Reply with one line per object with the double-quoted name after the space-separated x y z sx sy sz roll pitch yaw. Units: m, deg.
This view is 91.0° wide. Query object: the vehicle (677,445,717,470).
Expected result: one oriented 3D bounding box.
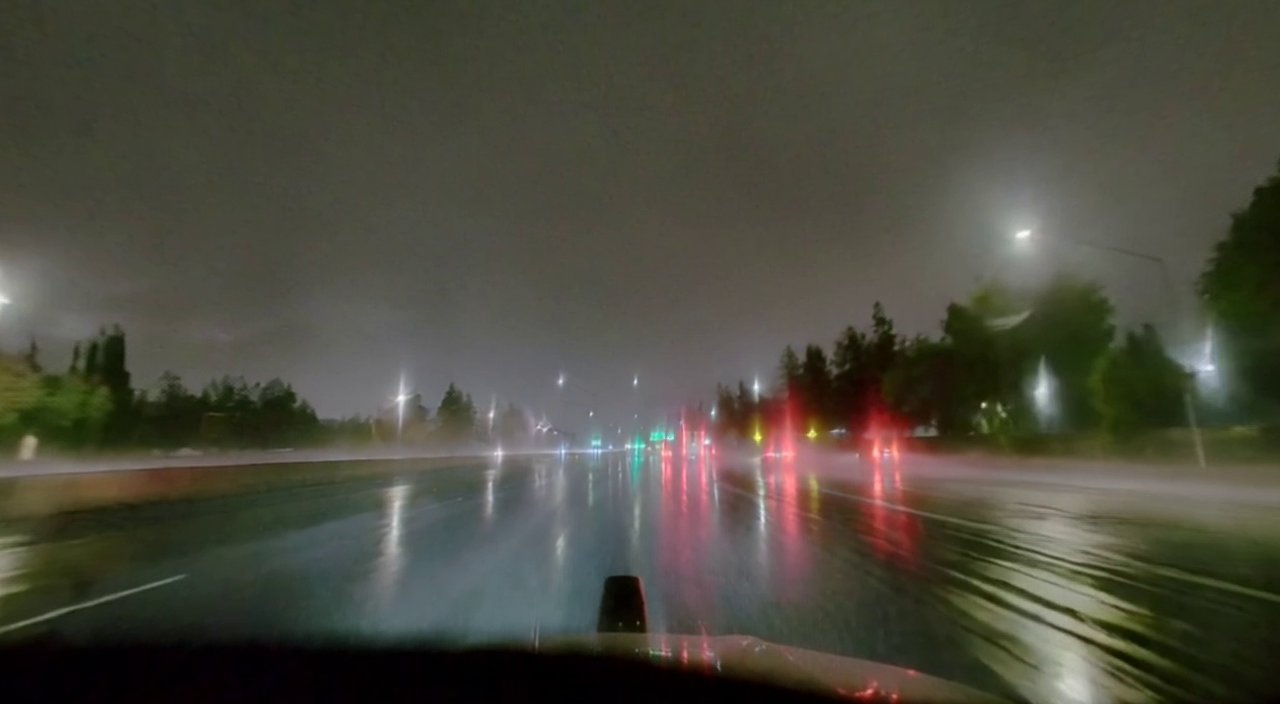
3.532 6.642 39.834 2.033 1.501 4.398 0 -9 -1 "vehicle"
